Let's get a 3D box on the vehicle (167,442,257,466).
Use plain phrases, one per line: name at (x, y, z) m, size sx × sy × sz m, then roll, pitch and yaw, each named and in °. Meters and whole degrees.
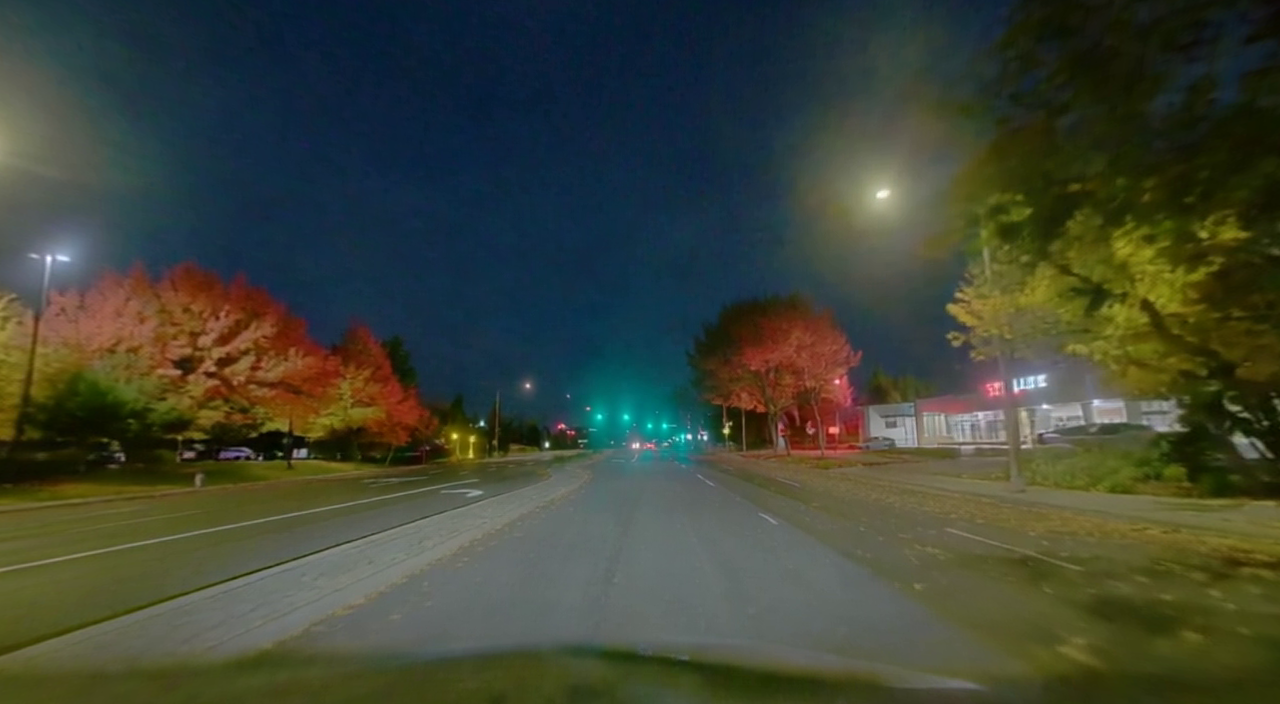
vehicle at (-30.119, 7.228, 44.511) m, size 4.706 × 1.457 × 1.999 m, roll 3°, pitch -11°, yaw -4°
